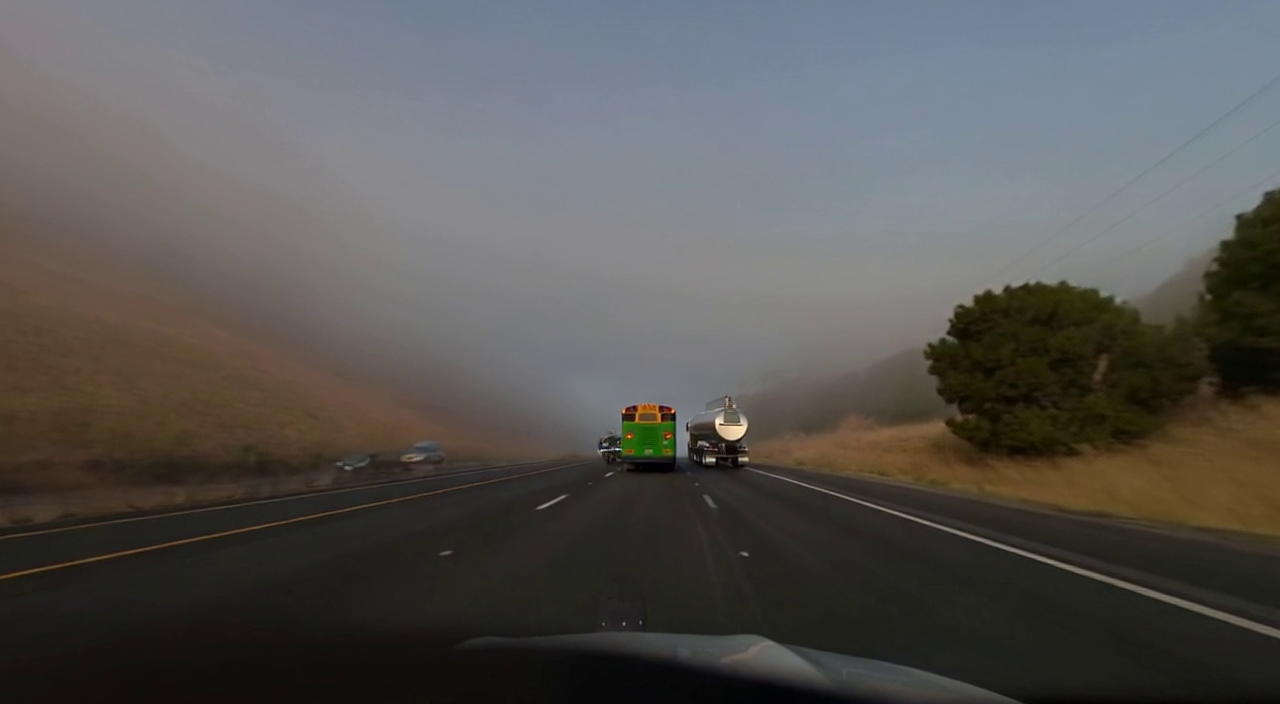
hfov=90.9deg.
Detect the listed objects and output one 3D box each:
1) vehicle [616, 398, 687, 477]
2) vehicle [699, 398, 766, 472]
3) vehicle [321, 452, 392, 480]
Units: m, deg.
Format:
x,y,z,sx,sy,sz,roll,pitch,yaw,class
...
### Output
x,y,z,sx,sy,sz,roll,pitch,yaw,class
0.710,4.348,31.635,2.948,3.265,10.569,0,-8,3,vehicle
5.012,4.702,35.489,2.716,3.705,7.018,0,-8,1,vehicle
-16.519,6.656,37.030,1.881,1.485,4.433,0,-8,3,vehicle
